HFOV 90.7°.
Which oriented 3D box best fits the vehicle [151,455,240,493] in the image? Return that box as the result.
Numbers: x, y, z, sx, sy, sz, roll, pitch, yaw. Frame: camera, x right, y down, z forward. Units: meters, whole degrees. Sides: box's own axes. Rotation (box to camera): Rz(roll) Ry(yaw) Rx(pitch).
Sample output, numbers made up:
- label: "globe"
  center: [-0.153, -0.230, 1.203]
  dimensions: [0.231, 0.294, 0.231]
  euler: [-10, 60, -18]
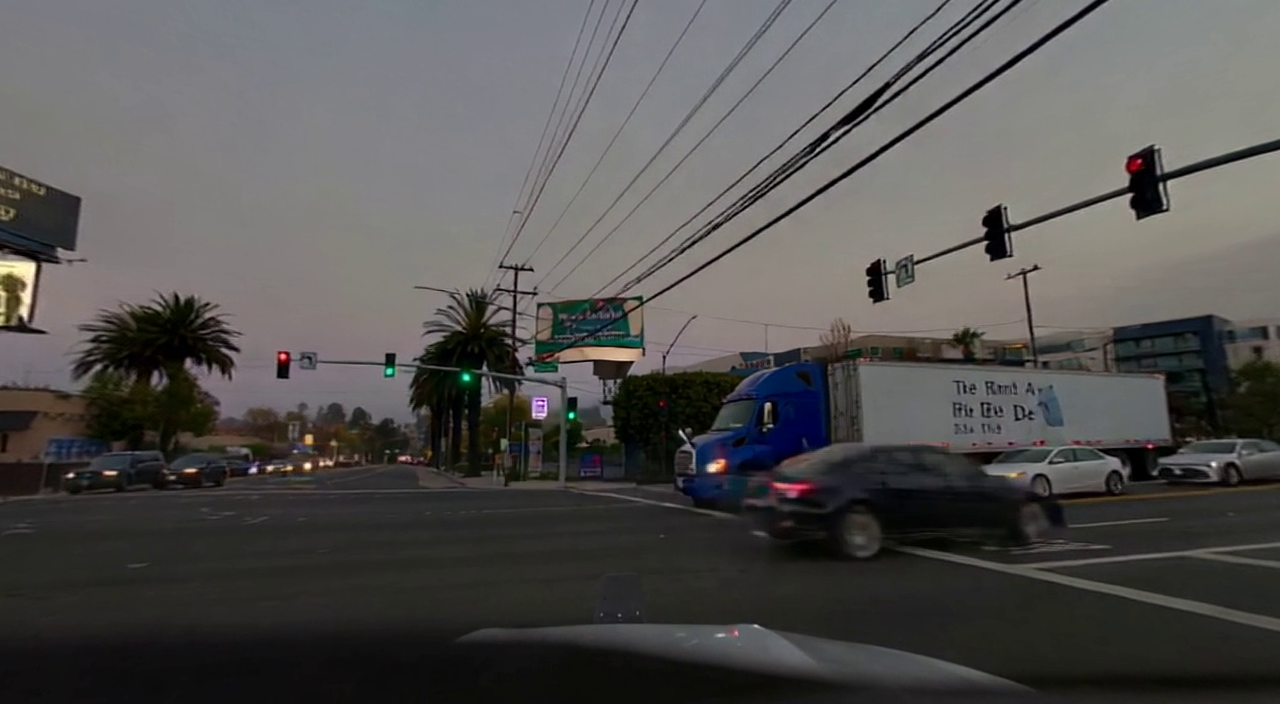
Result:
- label: "vehicle"
  center: [-23.239, 6.370, 33.331]
  dimensions: [2.028, 1.744, 4.876]
  euler: [1, -9, -12]

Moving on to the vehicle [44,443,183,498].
- label: "vehicle"
  center: [-27.747, 6.213, 33.775]
  dimensions: [2.989, 2.573, 6.053]
  euler: [1, -9, -11]

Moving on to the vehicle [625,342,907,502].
- label: "vehicle"
  center: [3.873, 2.251, 20.008]
  dimensions: [8.167, 4.352, 3.029]
  euler: [2, -9, -18]

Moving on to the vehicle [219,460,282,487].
- label: "vehicle"
  center: [-25.310, 7.860, 41.322]
  dimensions: [1.834, 1.521, 4.970]
  euler: [1, -9, -12]

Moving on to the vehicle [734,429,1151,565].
- label: "vehicle"
  center: [4.109, 1.856, 8.811]
  dimensions: [5.114, 1.492, 2.040]
  euler: [2, -9, -17]
